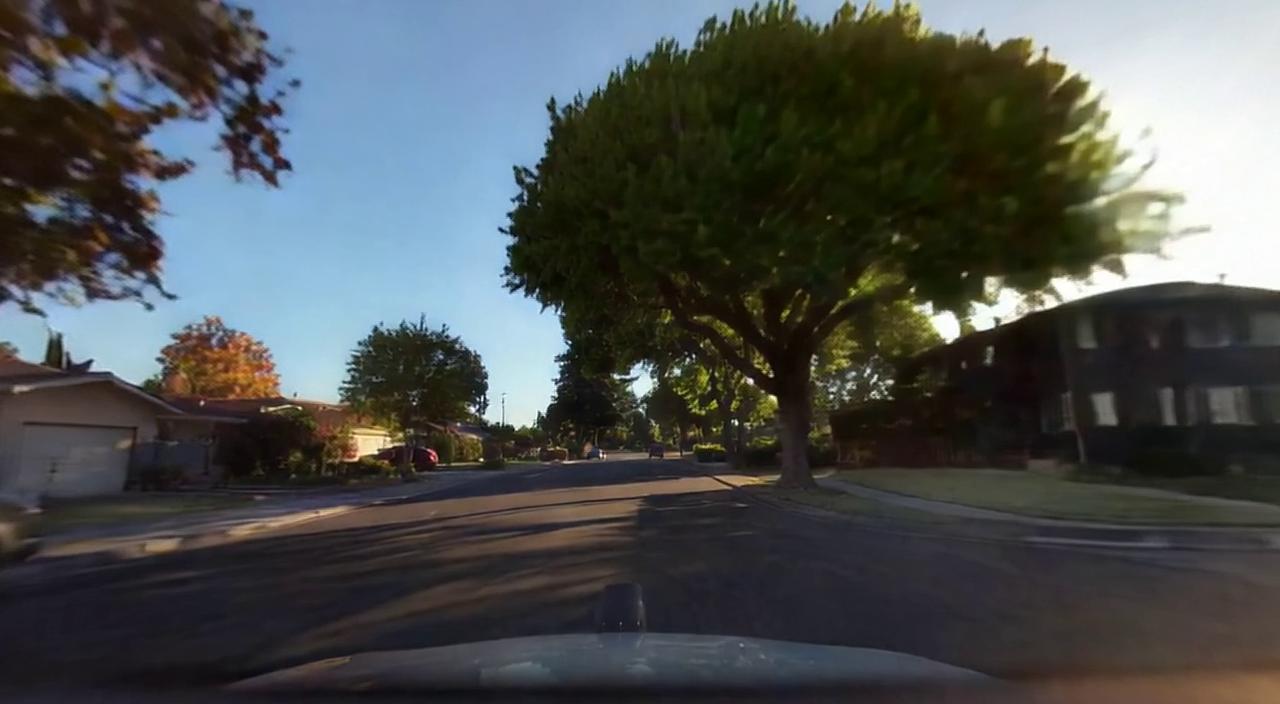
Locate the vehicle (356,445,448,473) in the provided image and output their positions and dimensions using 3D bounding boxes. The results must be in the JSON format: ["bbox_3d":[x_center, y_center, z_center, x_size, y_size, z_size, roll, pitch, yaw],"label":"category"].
[{"bbox_3d":[-14.438,6.506,38.340,4.850,1.676,1.920,0,-9,3],"label":"vehicle"}]
